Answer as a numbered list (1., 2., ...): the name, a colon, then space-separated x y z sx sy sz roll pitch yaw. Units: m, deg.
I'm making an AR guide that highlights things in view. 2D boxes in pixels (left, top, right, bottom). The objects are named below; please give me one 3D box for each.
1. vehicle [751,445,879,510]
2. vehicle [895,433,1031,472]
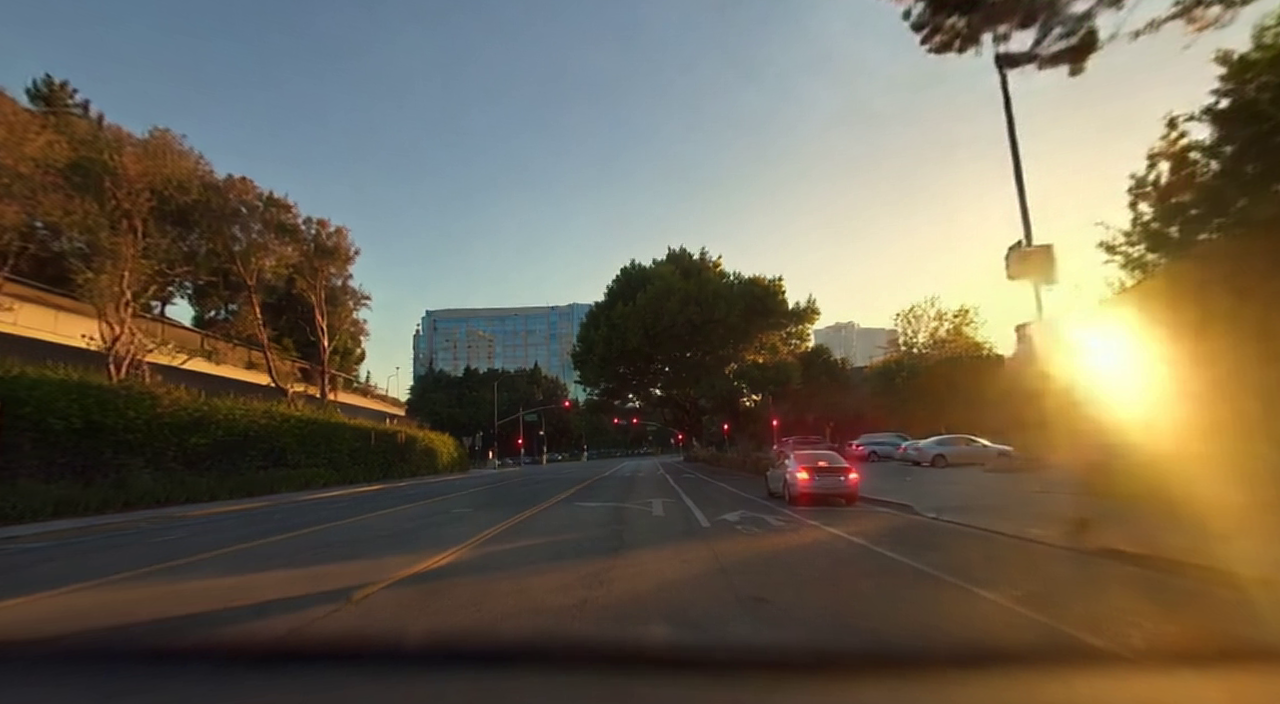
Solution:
1. vehicle: 4.363 3.201 16.583 2.006 1.448 4.671 0 -9 0
2. vehicle: 12.439 3.901 24.483 4.227 1.451 1.874 0 -9 2
